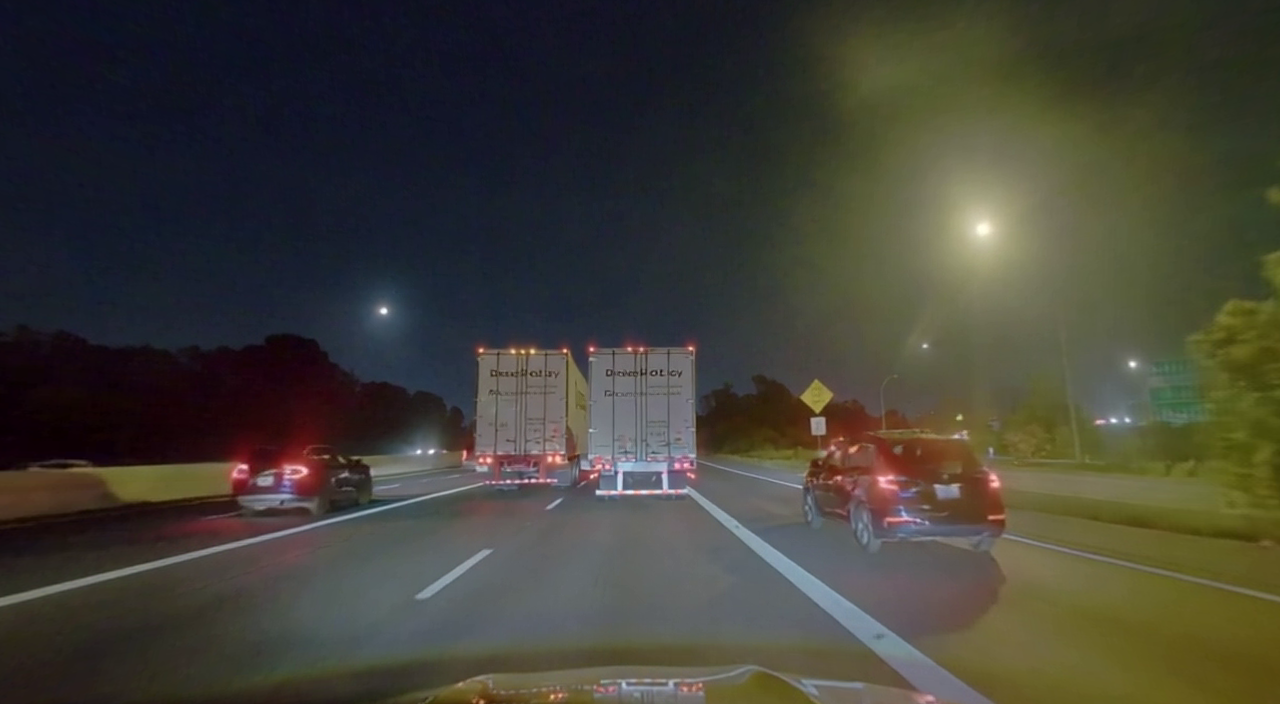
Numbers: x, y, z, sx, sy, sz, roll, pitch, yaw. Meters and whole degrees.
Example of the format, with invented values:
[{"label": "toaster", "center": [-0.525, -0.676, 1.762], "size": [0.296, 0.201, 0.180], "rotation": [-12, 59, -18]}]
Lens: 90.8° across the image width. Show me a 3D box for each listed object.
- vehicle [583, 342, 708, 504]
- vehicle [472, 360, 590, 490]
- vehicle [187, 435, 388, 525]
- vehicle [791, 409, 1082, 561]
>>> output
[{"label": "vehicle", "center": [0.046, 2.378, 19.886], "size": [2.910, 3.828, 9.805], "rotation": [0, -9, -1]}, {"label": "vehicle", "center": [-3.913, 3.128, 25.727], "size": [2.888, 4.154, 10.960], "rotation": [0, -9, 0]}, {"label": "vehicle", "center": [-7.620, 2.771, 14.300], "size": [2.017, 1.694, 4.420], "rotation": [0, -9, -1]}, {"label": "vehicle", "center": [4.030, 1.902, 9.766], "size": [2.136, 1.753, 4.644], "rotation": [0, -9, -1]}]
